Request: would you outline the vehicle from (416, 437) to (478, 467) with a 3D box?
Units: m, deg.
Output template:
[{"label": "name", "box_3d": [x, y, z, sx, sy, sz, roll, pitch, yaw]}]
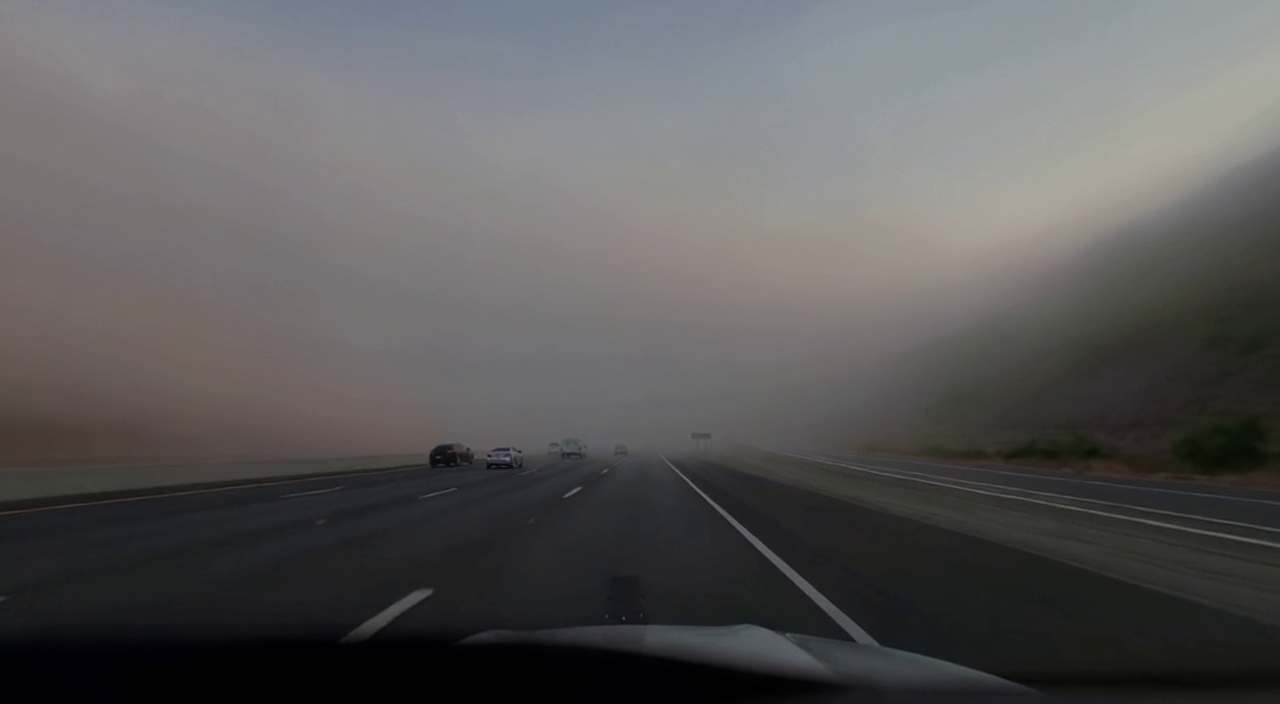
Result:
[{"label": "vehicle", "box_3d": [-11.271, 5.857, 37.155, 2.020, 1.645, 4.629, 0, -9, 2]}]

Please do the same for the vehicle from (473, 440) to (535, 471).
[{"label": "vehicle", "box_3d": [-7.000, 5.366, 32.988, 2.107, 1.484, 4.449, 0, -9, 2]}]
